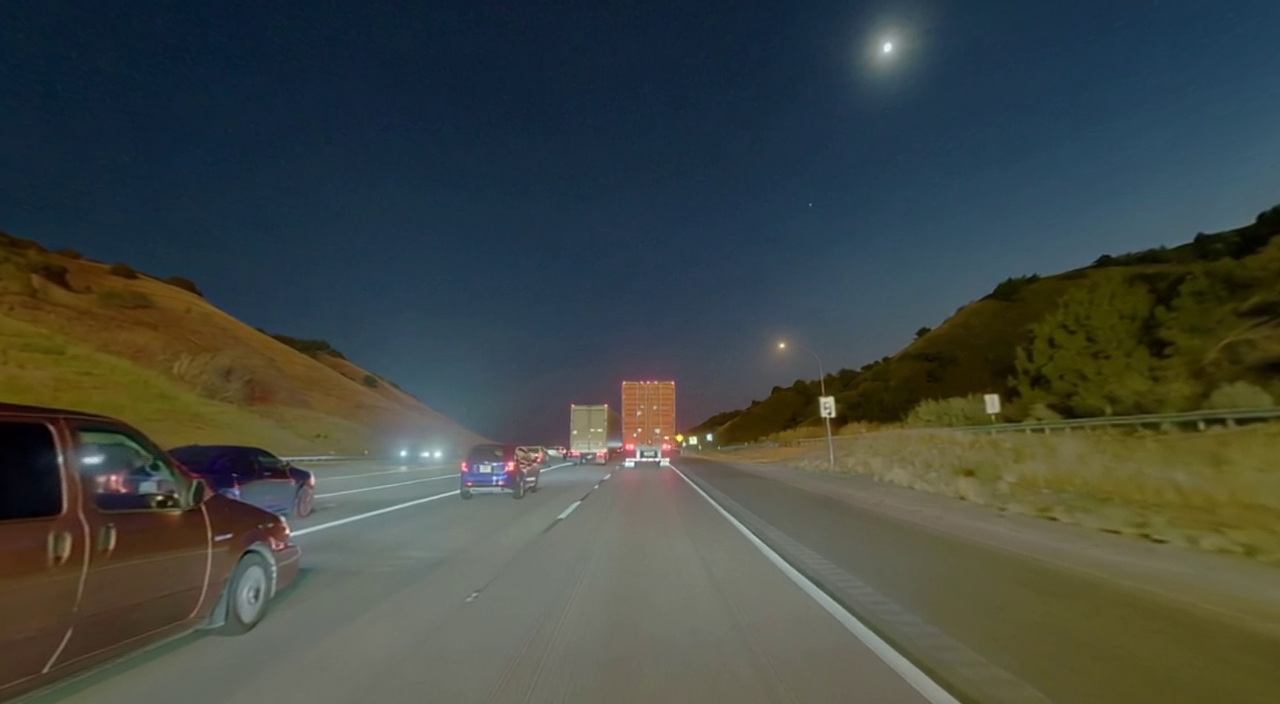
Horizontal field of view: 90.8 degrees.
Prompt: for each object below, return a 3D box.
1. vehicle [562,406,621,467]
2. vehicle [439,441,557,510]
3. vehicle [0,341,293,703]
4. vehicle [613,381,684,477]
[{"bbox_3d":[-3.492,6.700,49.578,3.311,4.073,14.172,0,-8,1],"label":"vehicle"},{"bbox_3d":[-3.346,2.973,15.730,1.950,1.446,4.224,0,-8,0],"label":"vehicle"},{"bbox_3d":[-3.813,0.810,2.395,2.136,1.779,4.875,0,-8,1],"label":"vehicle"},{"bbox_3d":[0.538,4.002,31.783,2.913,3.988,10.874,0,-8,2],"label":"vehicle"}]
